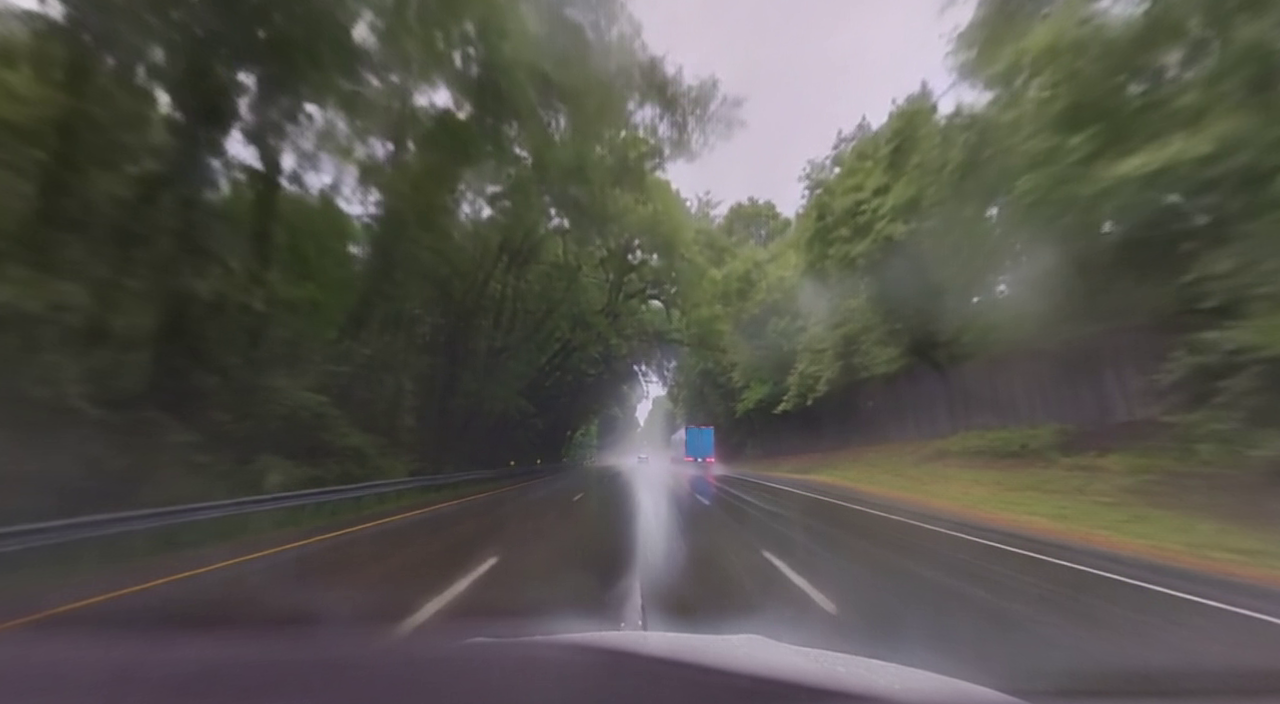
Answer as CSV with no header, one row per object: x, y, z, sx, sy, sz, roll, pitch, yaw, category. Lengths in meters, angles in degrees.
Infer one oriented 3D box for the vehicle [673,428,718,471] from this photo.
3.806,6.949,44.760,2.572,2.795,5.978,0,-9,-1,vehicle
